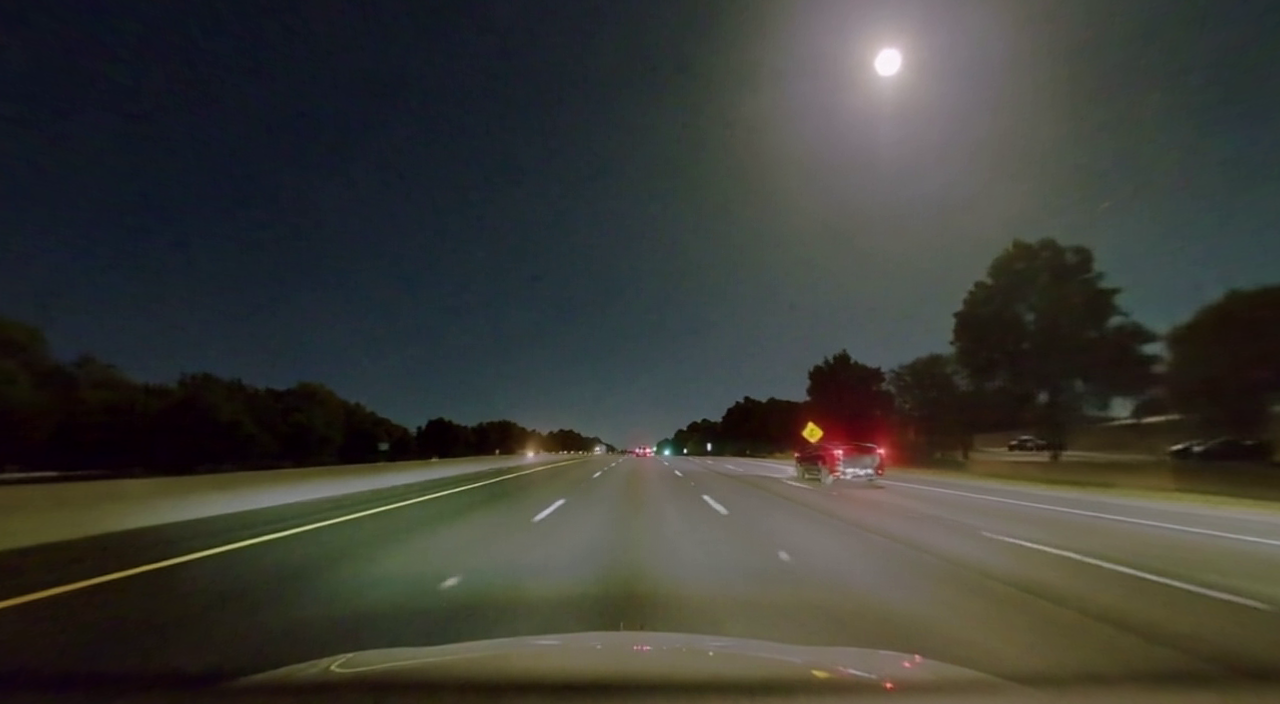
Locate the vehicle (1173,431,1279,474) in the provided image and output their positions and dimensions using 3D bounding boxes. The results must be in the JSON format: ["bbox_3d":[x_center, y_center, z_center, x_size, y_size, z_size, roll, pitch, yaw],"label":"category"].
[{"bbox_3d":[34.553,5.807,36.636,2.428,2.287,5.283,0,-8,1],"label":"vehicle"}]
